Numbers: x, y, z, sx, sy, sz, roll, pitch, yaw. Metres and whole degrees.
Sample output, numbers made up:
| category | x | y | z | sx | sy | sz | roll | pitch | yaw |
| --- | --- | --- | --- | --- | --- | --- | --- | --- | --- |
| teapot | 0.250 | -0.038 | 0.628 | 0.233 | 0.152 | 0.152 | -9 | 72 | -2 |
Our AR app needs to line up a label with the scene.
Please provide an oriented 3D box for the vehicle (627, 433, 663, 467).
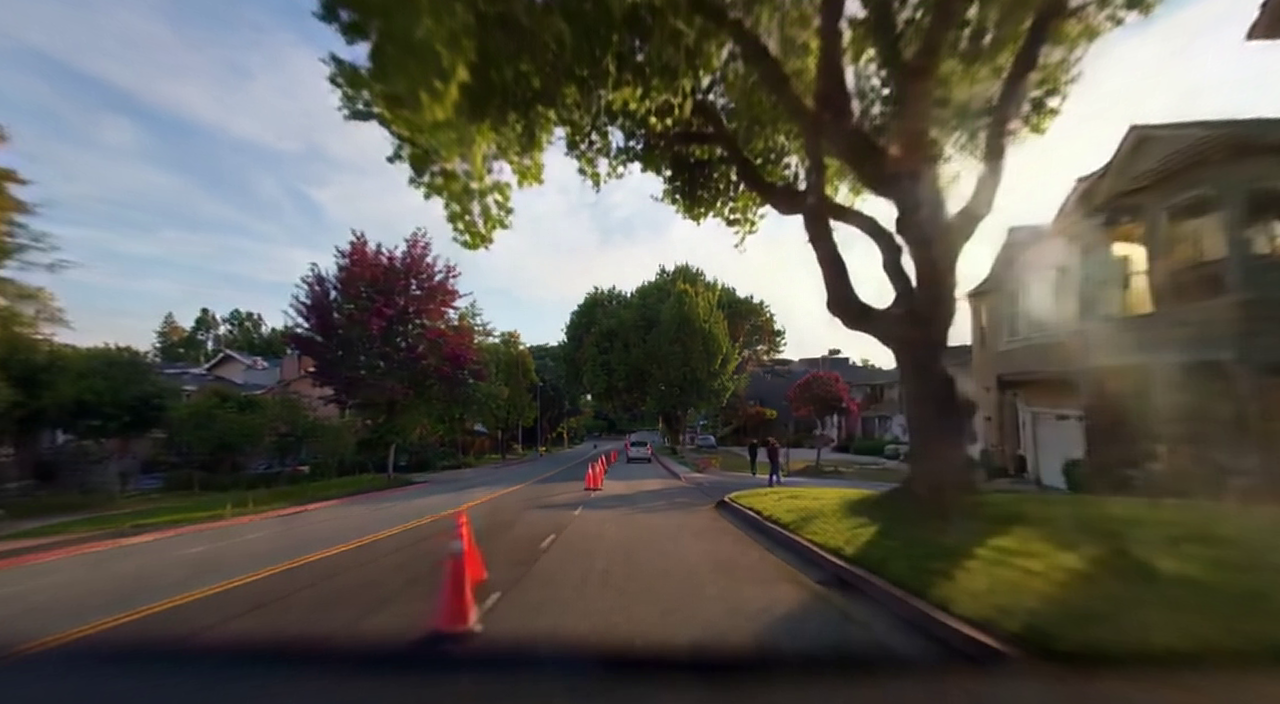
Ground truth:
| category | x | y | z | sx | sy | sz | roll | pitch | yaw |
| --- | --- | --- | --- | --- | --- | --- | --- | --- | --- |
| vehicle | 0.244 | 6.242 | 40.195 | 2.169 | 2.015 | 5.206 | 0 | -9 | -1 |
